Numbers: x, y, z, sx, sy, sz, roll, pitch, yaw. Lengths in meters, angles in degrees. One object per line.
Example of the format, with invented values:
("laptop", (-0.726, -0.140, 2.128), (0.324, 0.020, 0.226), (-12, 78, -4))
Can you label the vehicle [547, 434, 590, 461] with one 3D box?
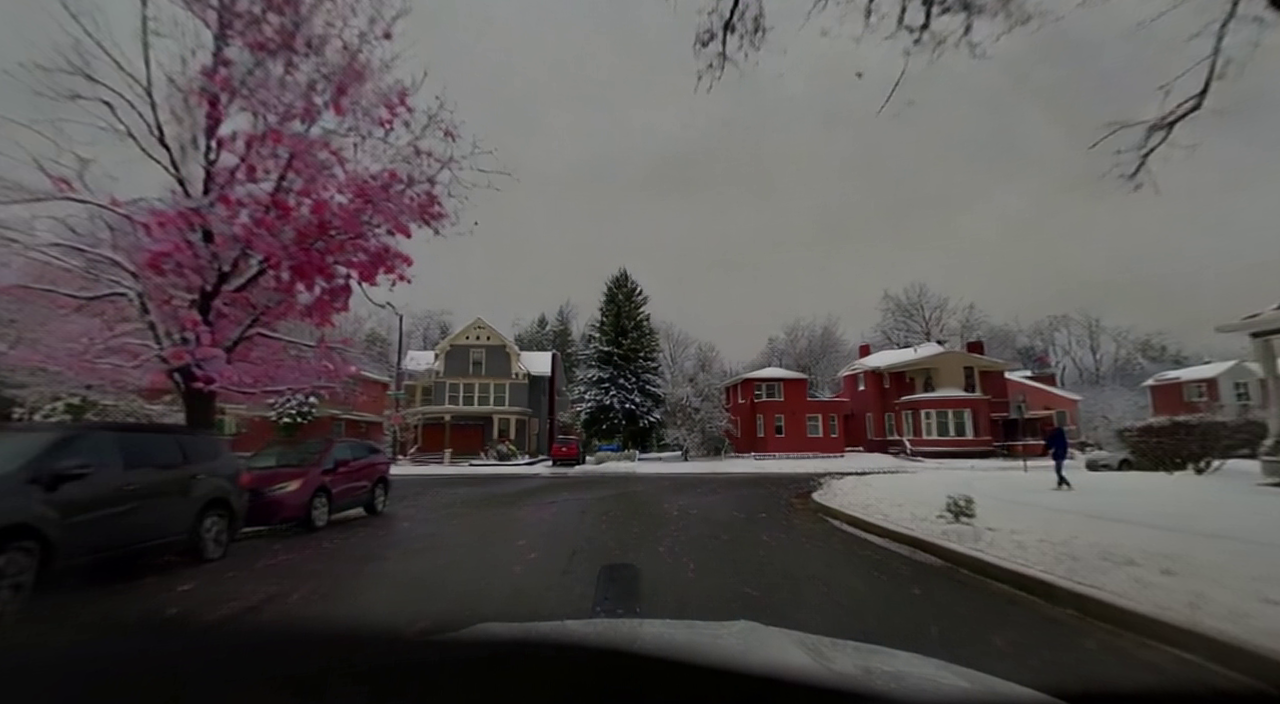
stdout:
("vehicle", (-4.306, 5.844, 38.547), (1.968, 1.491, 4.486), (0, -8, 2))

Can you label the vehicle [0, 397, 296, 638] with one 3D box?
("vehicle", (-5.804, 1.442, 6.074), (2.139, 1.783, 4.717), (-1, -8, 2))
